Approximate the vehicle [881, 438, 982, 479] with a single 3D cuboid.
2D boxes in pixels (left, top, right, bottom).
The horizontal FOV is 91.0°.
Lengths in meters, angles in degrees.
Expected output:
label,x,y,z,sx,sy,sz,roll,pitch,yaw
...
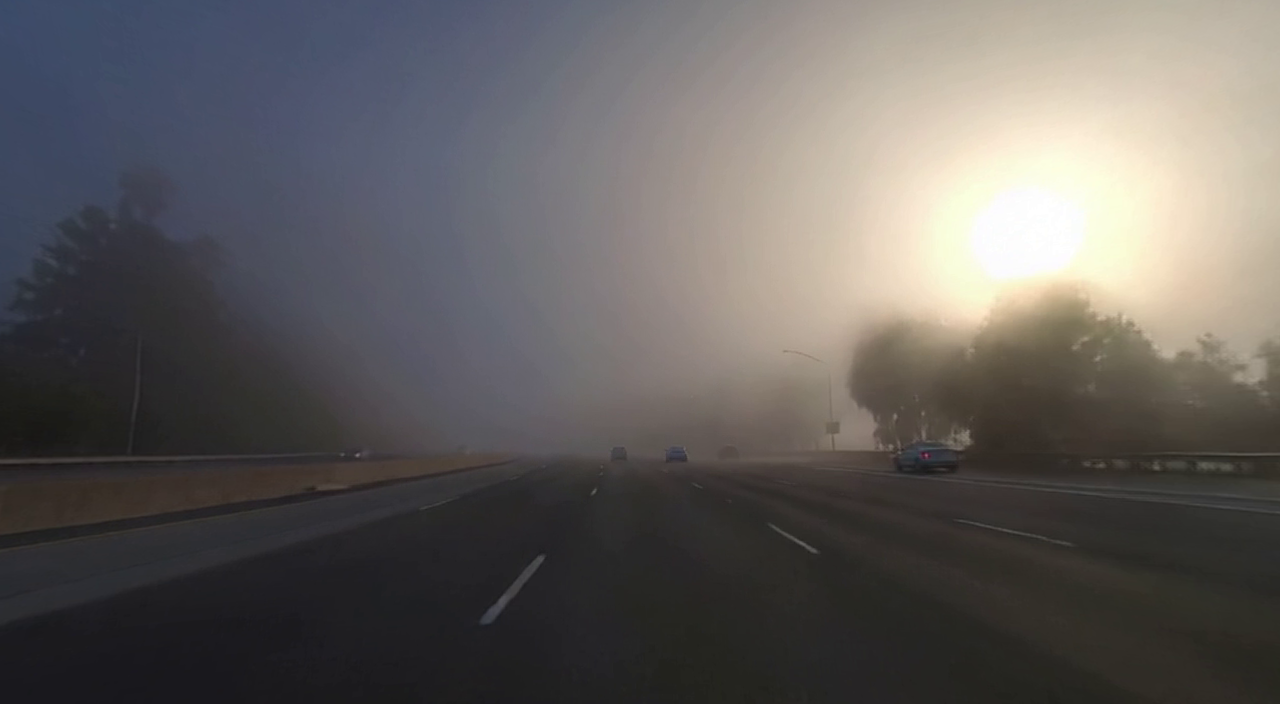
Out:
label,x,y,z,sx,sy,sz,roll,pitch,yaw
vehicle,13.744,5.059,30.181,2.107,1.803,5.385,0,-9,-2
